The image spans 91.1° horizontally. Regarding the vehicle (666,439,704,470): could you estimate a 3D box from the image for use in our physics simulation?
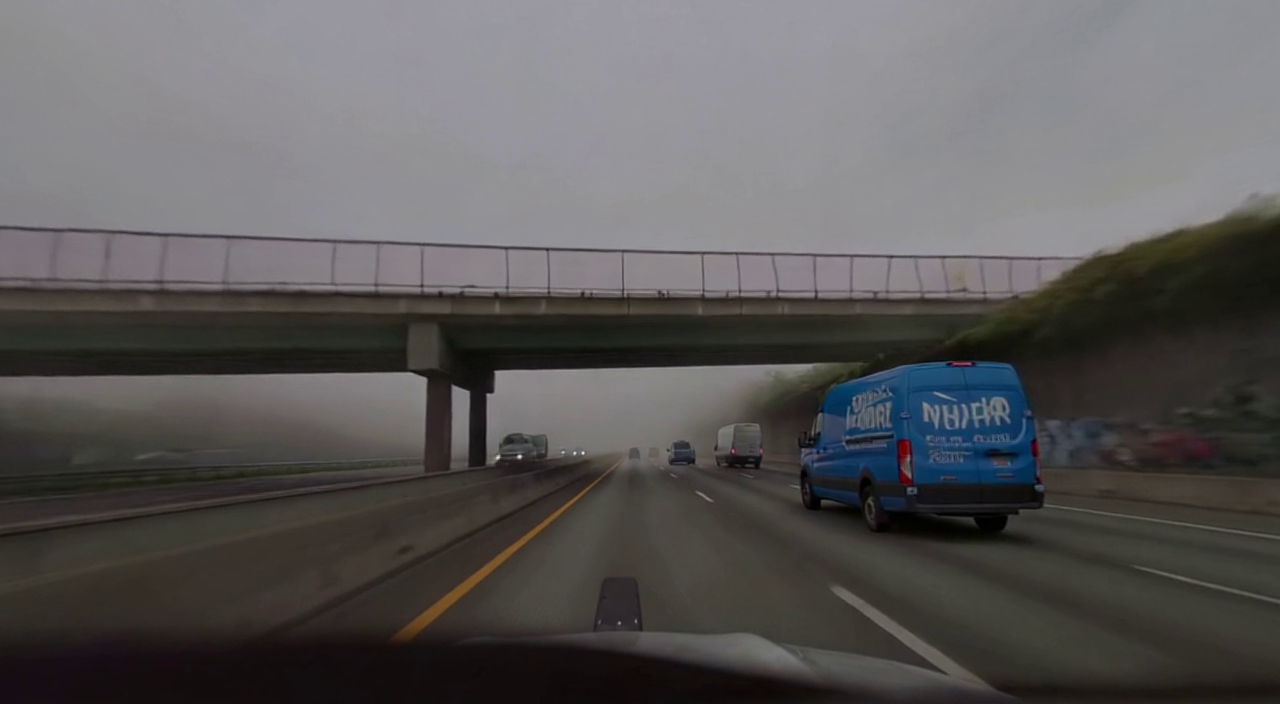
[{"bbox_3d":[2.908,6.762,41.573,2.007,1.943,5.010,0,-9,-2],"label":"vehicle"}]

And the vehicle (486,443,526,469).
[{"bbox_3d":[-9.122,7.124,43.192,1.827,1.612,4.182,0,-9,0],"label":"vehicle"}]

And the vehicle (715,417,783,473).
[{"bbox_3d":[6.807,5.979,40.441,2.761,3.225,7.624,0,-9,-2],"label":"vehicle"}]

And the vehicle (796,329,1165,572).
[{"bbox_3d":[4.399,1.479,9.743,2.283,2.631,5.719,0,-9,-2],"label":"vehicle"}]
